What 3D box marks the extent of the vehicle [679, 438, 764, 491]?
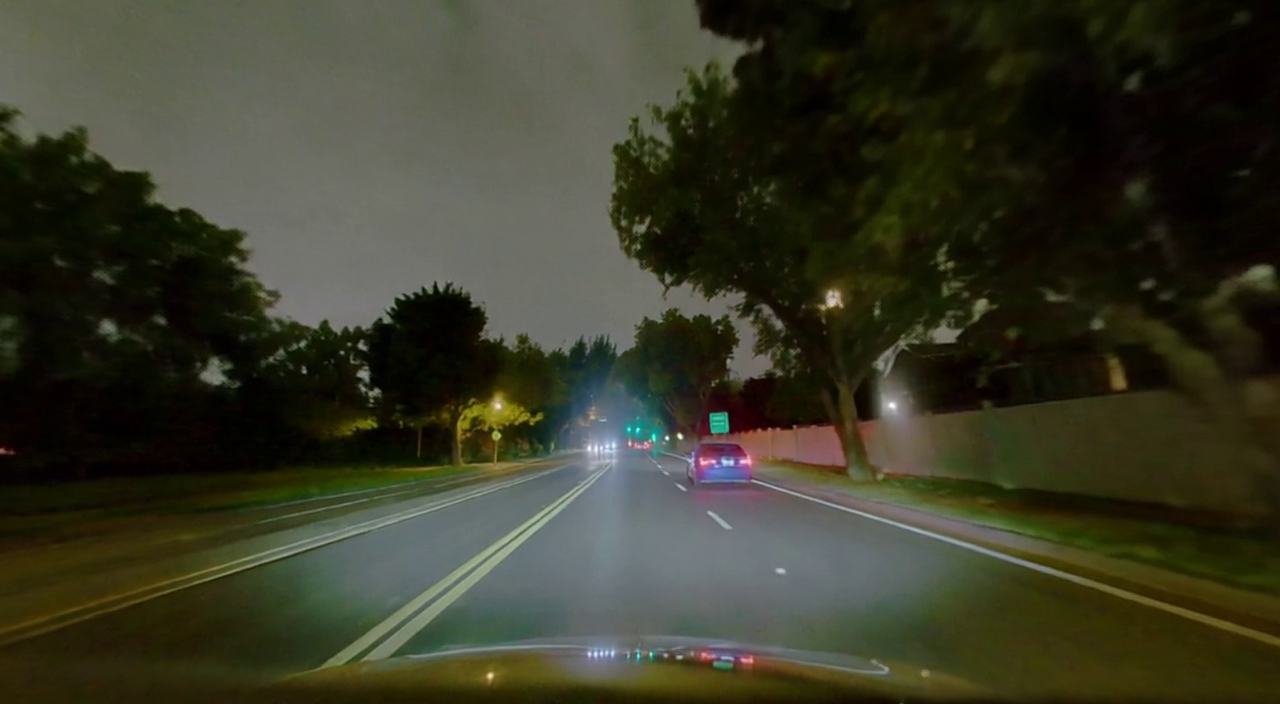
[{"bbox_3d":[2.412,3.479,19.896,1.991,1.476,4.153,0,-8,-2],"label":"vehicle"}]
